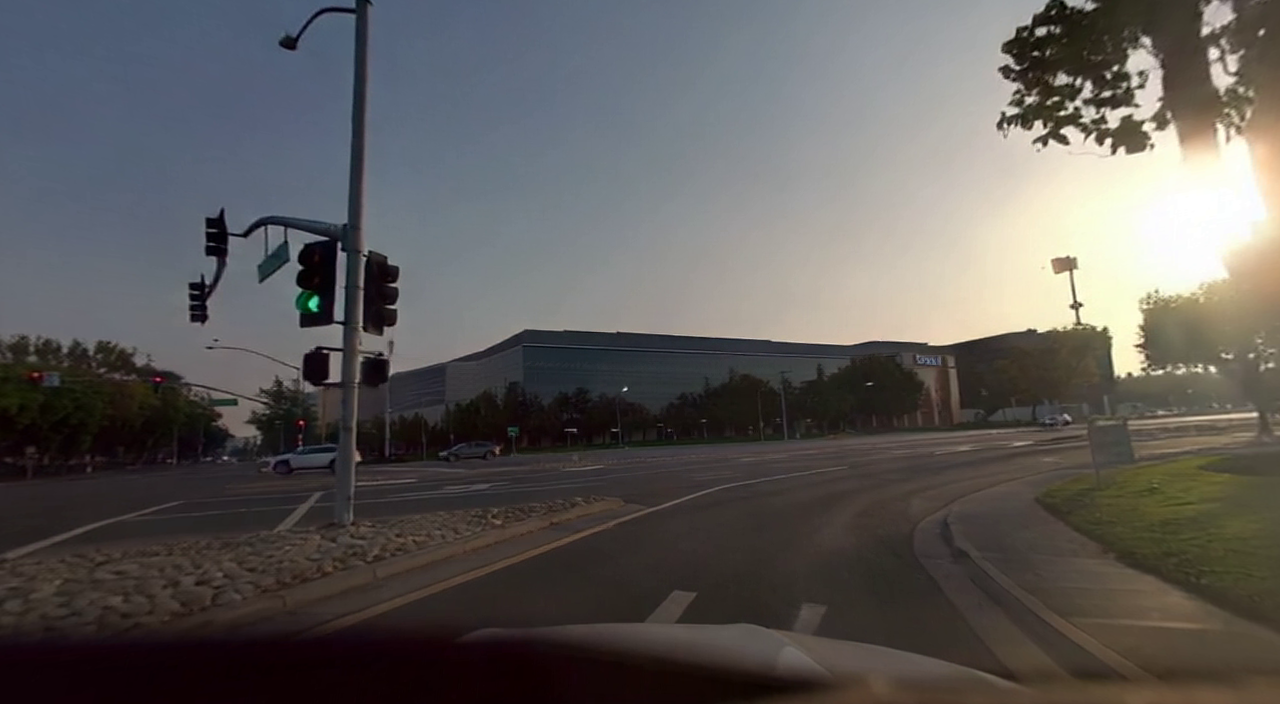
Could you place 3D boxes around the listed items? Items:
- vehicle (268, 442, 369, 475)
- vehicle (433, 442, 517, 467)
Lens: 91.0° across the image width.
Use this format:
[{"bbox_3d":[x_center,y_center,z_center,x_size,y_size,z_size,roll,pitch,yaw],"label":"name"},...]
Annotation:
[{"bbox_3d":[-18.602,6.152,36.560,4.782,1.776,2.118,7,-11,-39],"label":"vehicle"},{"bbox_3d":[-9.919,6.173,38.045,4.527,1.444,1.811,7,-11,-40],"label":"vehicle"}]
